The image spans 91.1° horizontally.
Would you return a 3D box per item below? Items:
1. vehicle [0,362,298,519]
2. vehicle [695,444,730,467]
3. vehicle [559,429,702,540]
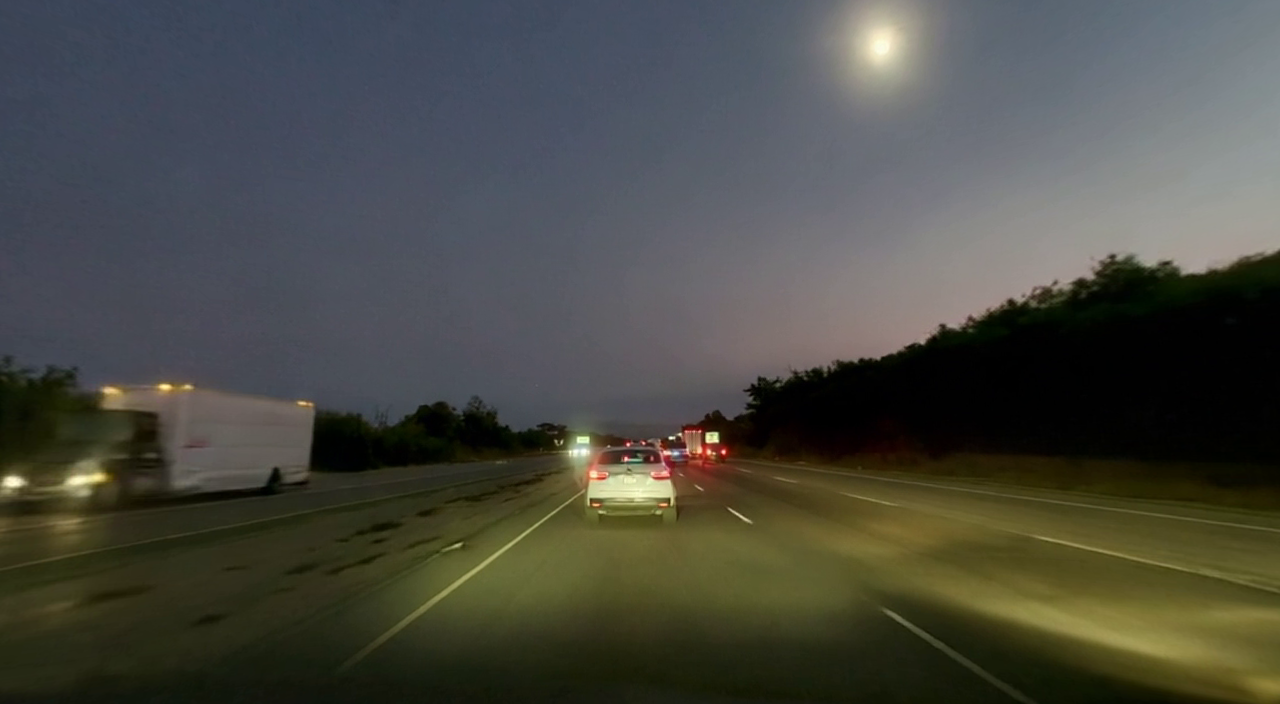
[{"bbox_3d":[-13.366,2.536,17.832,2.757,3.414,7.910,-1,-9,0],"label":"vehicle"},{"bbox_3d":[5.047,7.288,44.289,1.931,1.516,3.995,0,-9,0],"label":"vehicle"},{"bbox_3d":[-0.157,2.221,11.070,2.088,1.580,3.657,0,-9,0],"label":"vehicle"}]
